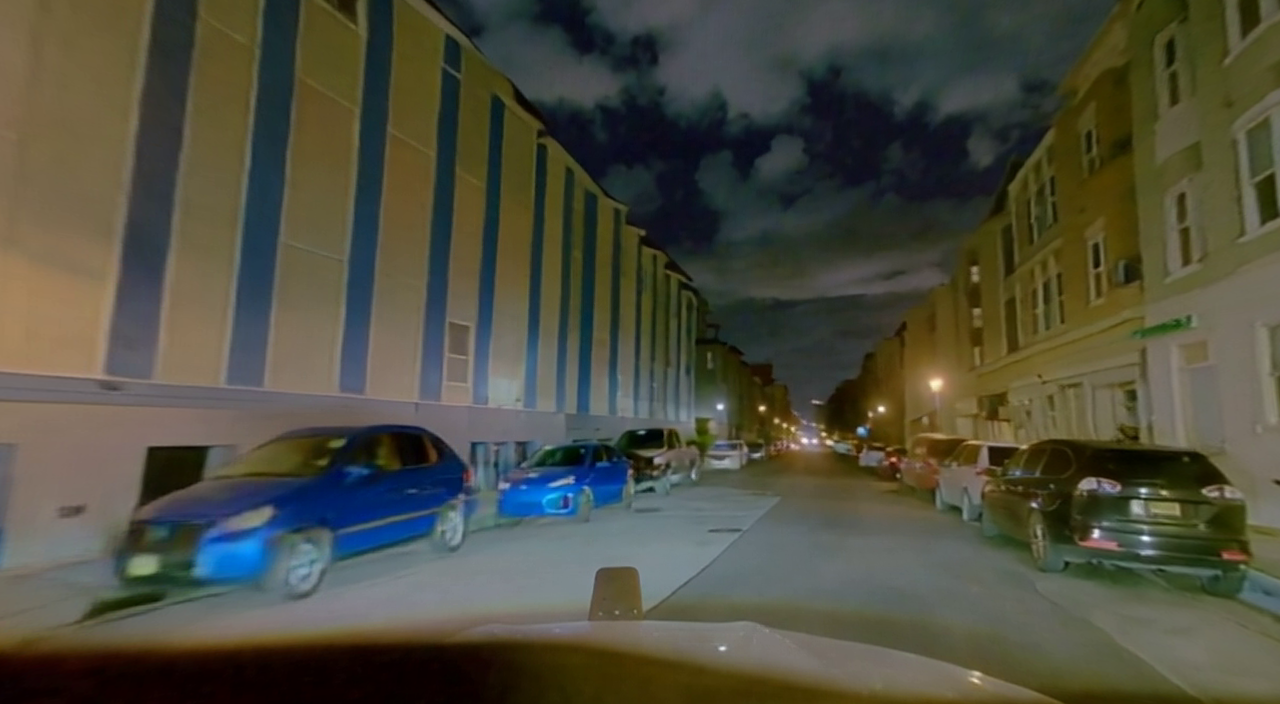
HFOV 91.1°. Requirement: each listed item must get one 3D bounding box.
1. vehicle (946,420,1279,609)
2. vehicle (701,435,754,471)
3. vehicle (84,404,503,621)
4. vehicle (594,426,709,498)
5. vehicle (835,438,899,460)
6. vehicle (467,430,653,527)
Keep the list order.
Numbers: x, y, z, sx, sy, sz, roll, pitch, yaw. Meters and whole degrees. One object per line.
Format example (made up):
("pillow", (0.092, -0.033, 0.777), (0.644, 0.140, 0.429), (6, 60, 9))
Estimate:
("vehicle", (5.278, 1.706, 7.737), (1.883, 1.615, 4.234), (-2, -8, 15))
("vehicle", (4.054, 4.553, 28.694), (1.840, 1.493, 3.761), (-2, -8, 17))
("vehicle", (-3.001, 1.377, 6.345), (1.719, 1.519, 3.414), (-2, -8, 15))
("vehicle", (0.467, 2.821, 16.747), (1.942, 1.629, 4.302), (-2, -8, 17))
("vehicle", (15.799, 6.756, 43.817), (3.657, 1.475, 1.930), (1, -8, -3))
("vehicle", (-1.221, 2.206, 11.764), (1.830, 1.427, 4.294), (-2, -8, 17))
